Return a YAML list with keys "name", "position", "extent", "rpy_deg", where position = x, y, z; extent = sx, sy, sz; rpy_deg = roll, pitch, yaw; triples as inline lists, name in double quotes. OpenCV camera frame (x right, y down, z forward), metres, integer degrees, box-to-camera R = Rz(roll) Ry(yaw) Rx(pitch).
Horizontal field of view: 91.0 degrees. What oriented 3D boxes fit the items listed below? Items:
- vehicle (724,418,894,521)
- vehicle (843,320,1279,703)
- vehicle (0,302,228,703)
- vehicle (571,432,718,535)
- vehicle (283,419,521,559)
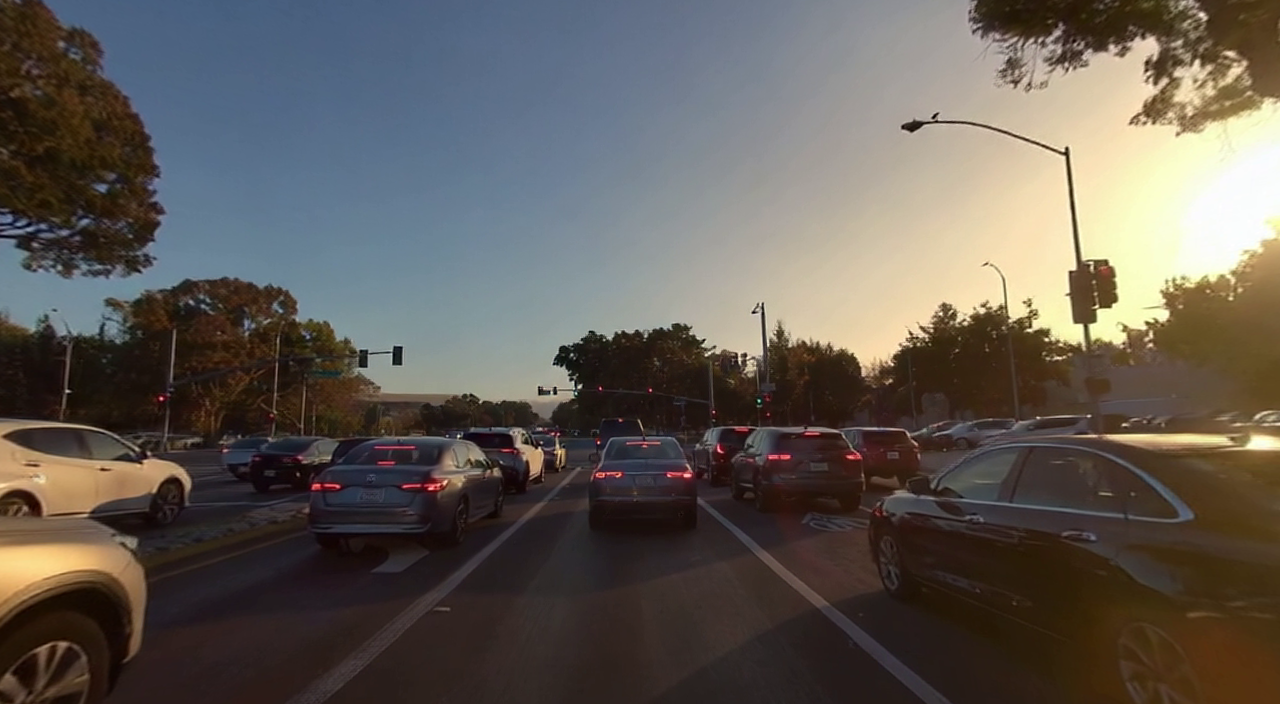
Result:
- name: "vehicle"
  position: [3.061, 2.232, 12.445]
  extent: [2.106, 1.667, 4.101]
  rpy_deg: [0, -8, -2]
- name: "vehicle"
  position: [3.150, 1.040, 4.144]
  extent: [2.074, 1.685, 4.387]
  rpy_deg: [0, -8, -1]
- name: "vehicle"
  position: [-3.194, 0.542, 0.979]
  extent: [2.079, 1.756, 4.676]
  rpy_deg: [0, -8, -3]
- name: "vehicle"
  position: [-0.009, 2.135, 10.832]
  extent: [2.076, 1.438, 3.770]
  rpy_deg: [0, -8, -2]
- name: "vehicle"
  position: [-3.070, 1.848, 9.275]
  extent: [1.896, 1.546, 4.378]
  rpy_deg: [0, -8, -1]
